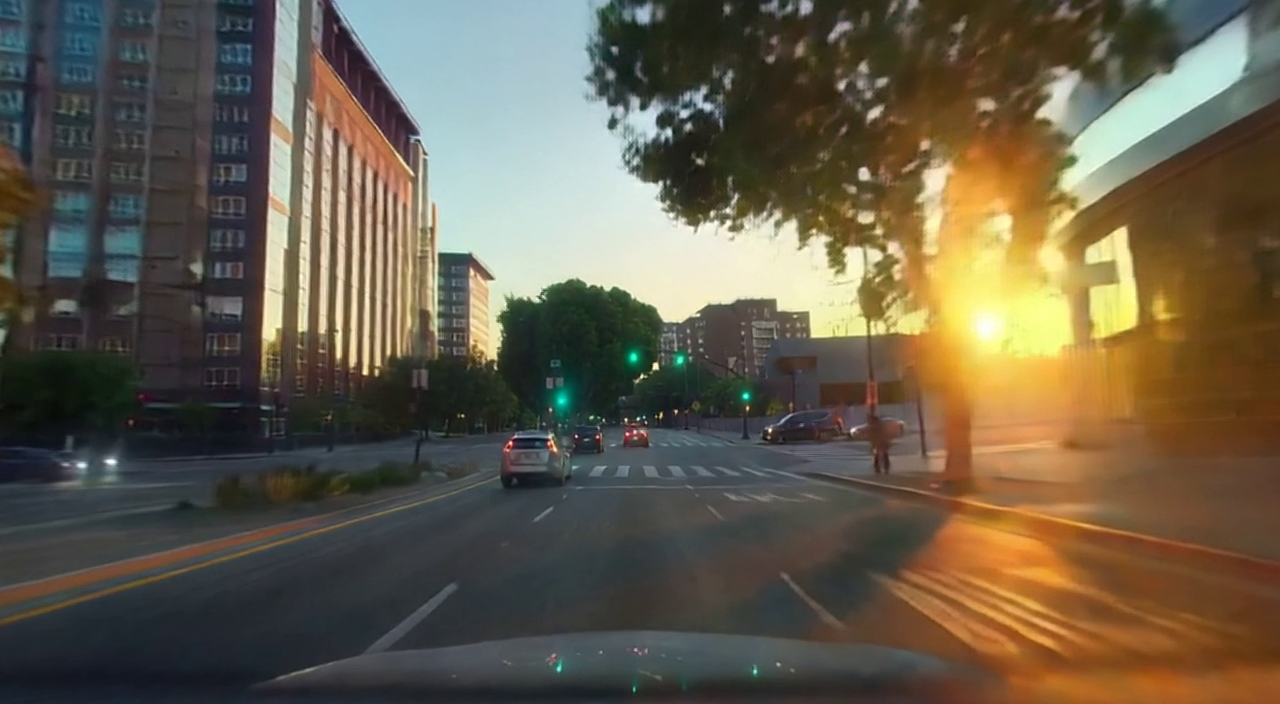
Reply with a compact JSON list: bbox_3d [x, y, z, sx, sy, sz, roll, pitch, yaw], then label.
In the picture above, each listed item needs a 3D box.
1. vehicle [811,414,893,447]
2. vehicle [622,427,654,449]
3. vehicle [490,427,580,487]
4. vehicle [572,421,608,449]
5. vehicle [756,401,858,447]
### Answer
[{"bbox_3d":[13.158,4.877,39.427,4.328,1.742,1.942,-3,-5,-1],"label":"vehicle"},{"bbox_3d":[-0.170,6.032,44.252,2.095,1.438,3.843,0,-8,-1],"label":"vehicle"},{"bbox_3d":[-3.287,3.401,20.738,2.116,1.725,4.315,0,-8,1],"label":"vehicle"},{"bbox_3d":[-3.424,5.849,44.279,2.152,1.802,4.628,0,-8,0],"label":"vehicle"},{"bbox_3d":[11.766,5.109,44.808,6.233,2.668,2.627,-4,-8,-3],"label":"vehicle"}]
